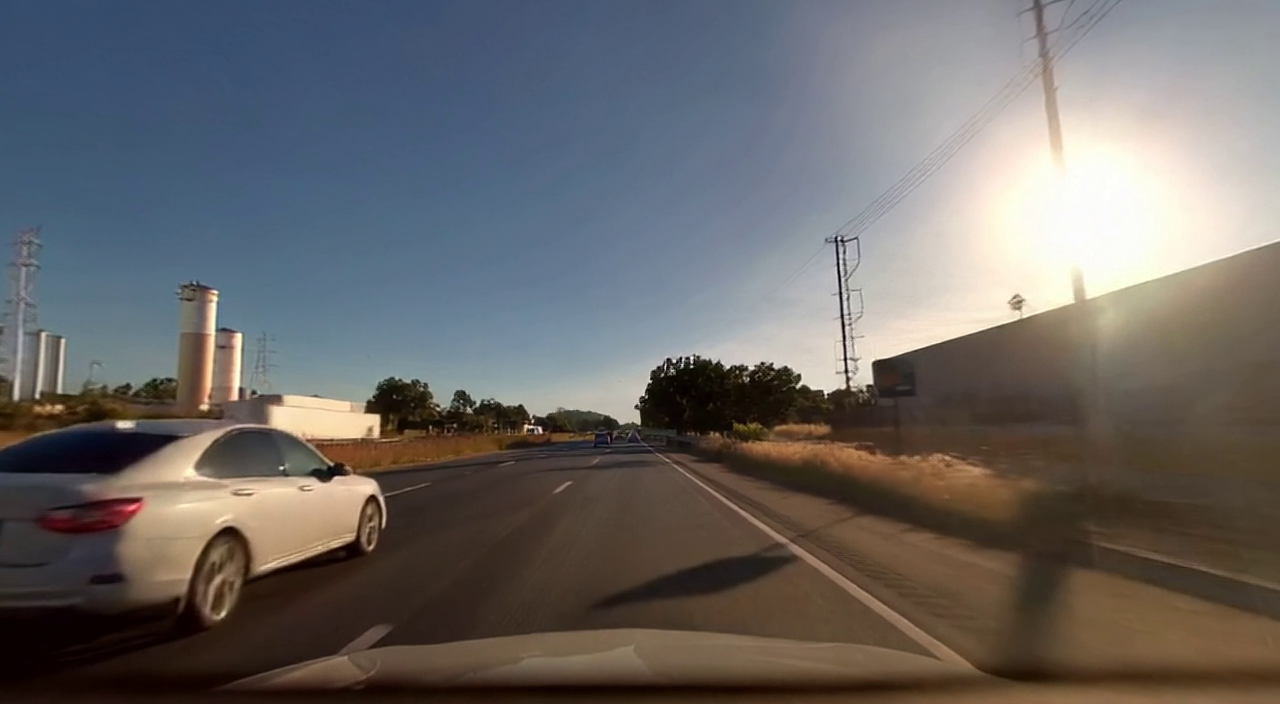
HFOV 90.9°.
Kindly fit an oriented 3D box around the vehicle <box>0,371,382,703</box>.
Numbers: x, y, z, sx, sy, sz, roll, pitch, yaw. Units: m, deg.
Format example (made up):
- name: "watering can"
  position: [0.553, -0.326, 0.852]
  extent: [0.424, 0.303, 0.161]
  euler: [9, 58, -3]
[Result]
- name: "vehicle"
  position: [-3.977, 1.172, 5.116]
  extent: [2.023, 1.621, 4.174]
  euler: [0, -8, -1]
